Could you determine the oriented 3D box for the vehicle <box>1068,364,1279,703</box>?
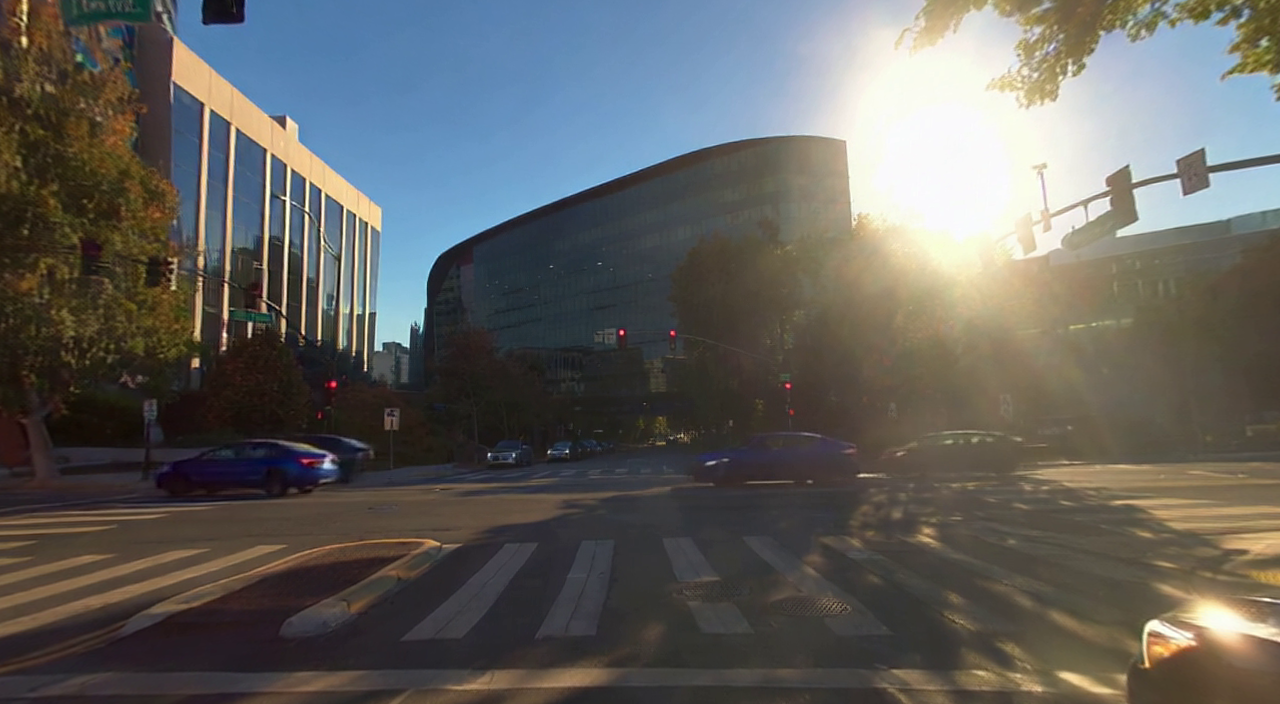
[{"bbox_3d":[2.884,0.675,0.832,1.947,1.576,3.825,0,-8,1],"label":"vehicle"}]

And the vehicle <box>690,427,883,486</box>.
[{"bbox_3d":[3.814,2.804,16.989,4.723,1.484,1.883,0,-8,0],"label":"vehicle"}]

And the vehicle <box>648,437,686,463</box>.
[{"bbox_3d":[1.787,6.664,42.774,2.053,1.625,4.551,0,-8,-4],"label":"vehicle"}]

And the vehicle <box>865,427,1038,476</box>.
[{"bbox_3d":[10.006,3.230,20.460,4.623,1.477,1.884,0,-8,0],"label":"vehicle"}]

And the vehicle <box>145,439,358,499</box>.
[{"bbox_3d":[-10.254,3.100,16.840,4.464,1.472,1.867,0,-8,0],"label":"vehicle"}]

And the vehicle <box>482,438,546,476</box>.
[{"bbox_3d":[-5.955,5.022,30.284,2.115,1.690,4.322,-1,-8,1],"label":"vehicle"}]
